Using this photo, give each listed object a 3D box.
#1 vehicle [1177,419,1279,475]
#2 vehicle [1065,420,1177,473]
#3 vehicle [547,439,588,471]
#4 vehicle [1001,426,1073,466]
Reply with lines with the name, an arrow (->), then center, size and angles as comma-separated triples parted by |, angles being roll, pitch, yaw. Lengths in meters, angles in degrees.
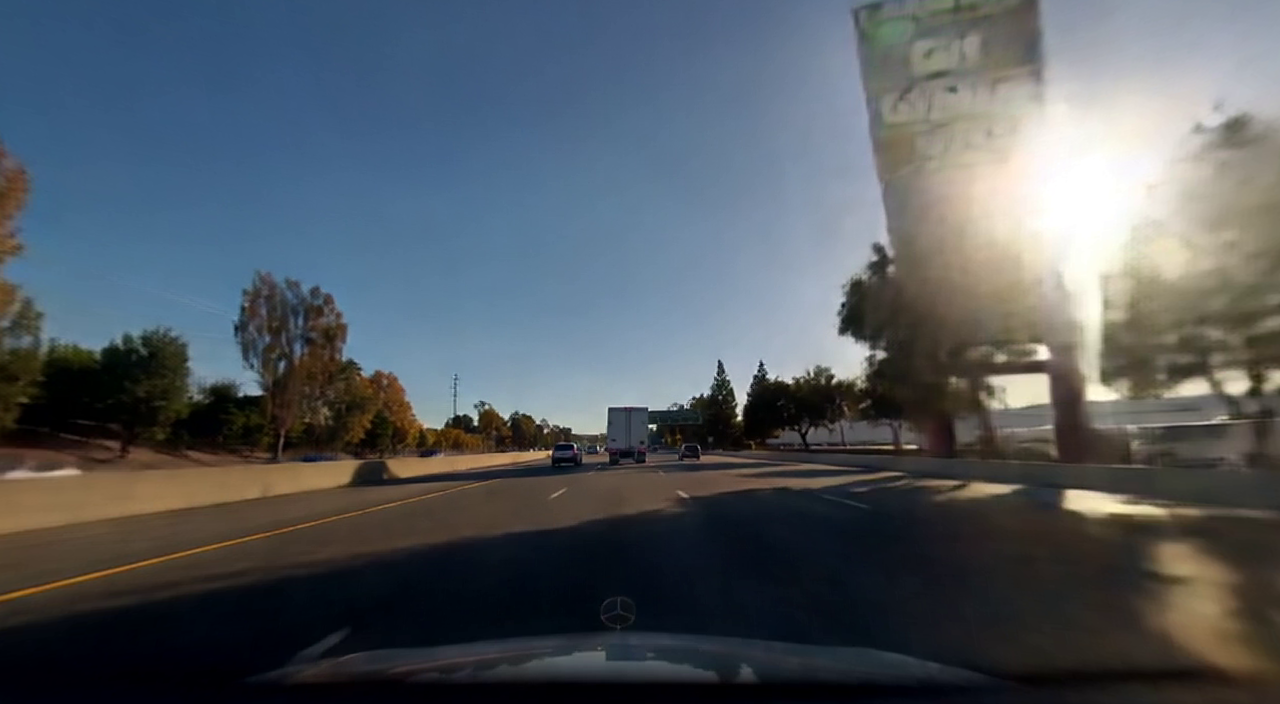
vehicle -> 35.692, 5.500, 36.696 | 6.779, 3.072, 2.630 | 1, -8, -6
vehicle -> 26.245, 5.199, 34.820 | 2.193, 2.640, 5.959 | -1, -9, 9
vehicle -> -4.657, 6.707, 41.266 | 2.095, 1.930, 4.680 | 0, -9, 0
vehicle -> 28.981, 6.907, 46.453 | 2.277, 2.699, 7.384 | -2, -9, 16
